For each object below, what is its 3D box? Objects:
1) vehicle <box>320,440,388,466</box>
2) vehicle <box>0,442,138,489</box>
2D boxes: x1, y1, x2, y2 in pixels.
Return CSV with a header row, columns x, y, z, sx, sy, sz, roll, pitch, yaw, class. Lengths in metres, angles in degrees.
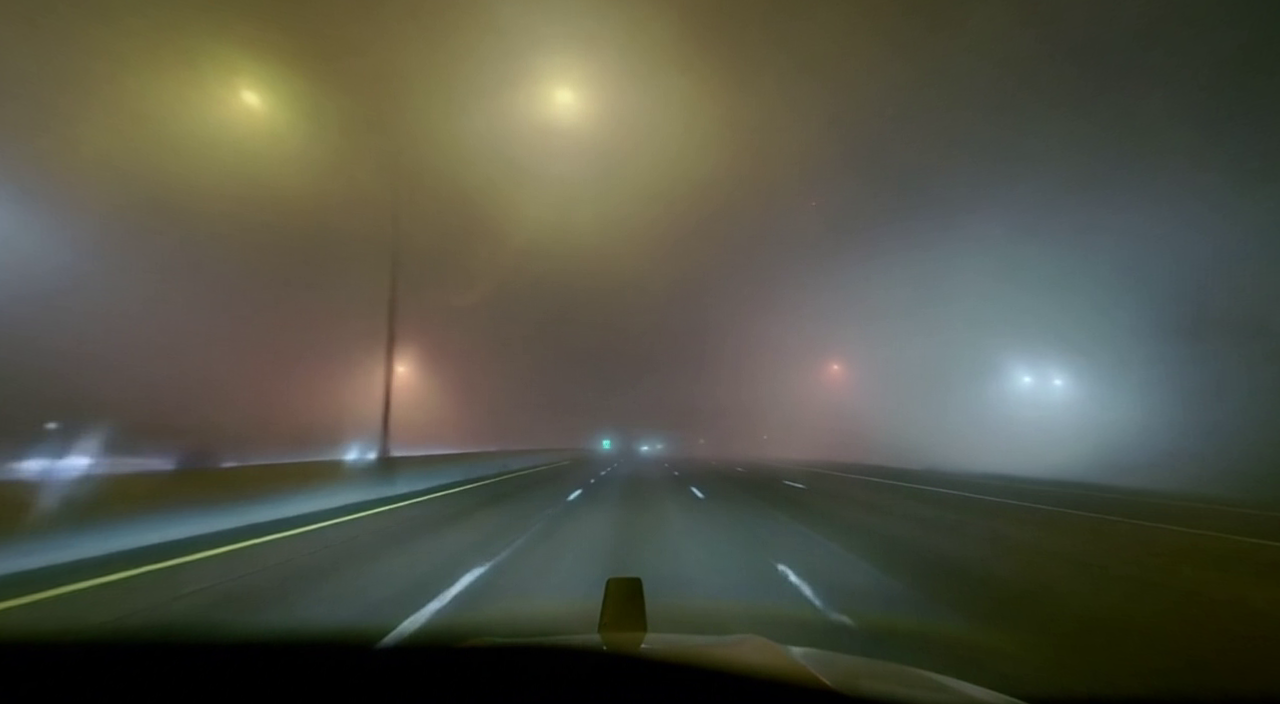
x,y,z,sx,sy,sz,roll,pitch,yaw,class
-17.854,6.333,39.643,2.098,1.547,4.407,0,-9,1,vehicle
-21.352,4.078,23.070,2.100,1.526,4.702,0,-8,0,vehicle
